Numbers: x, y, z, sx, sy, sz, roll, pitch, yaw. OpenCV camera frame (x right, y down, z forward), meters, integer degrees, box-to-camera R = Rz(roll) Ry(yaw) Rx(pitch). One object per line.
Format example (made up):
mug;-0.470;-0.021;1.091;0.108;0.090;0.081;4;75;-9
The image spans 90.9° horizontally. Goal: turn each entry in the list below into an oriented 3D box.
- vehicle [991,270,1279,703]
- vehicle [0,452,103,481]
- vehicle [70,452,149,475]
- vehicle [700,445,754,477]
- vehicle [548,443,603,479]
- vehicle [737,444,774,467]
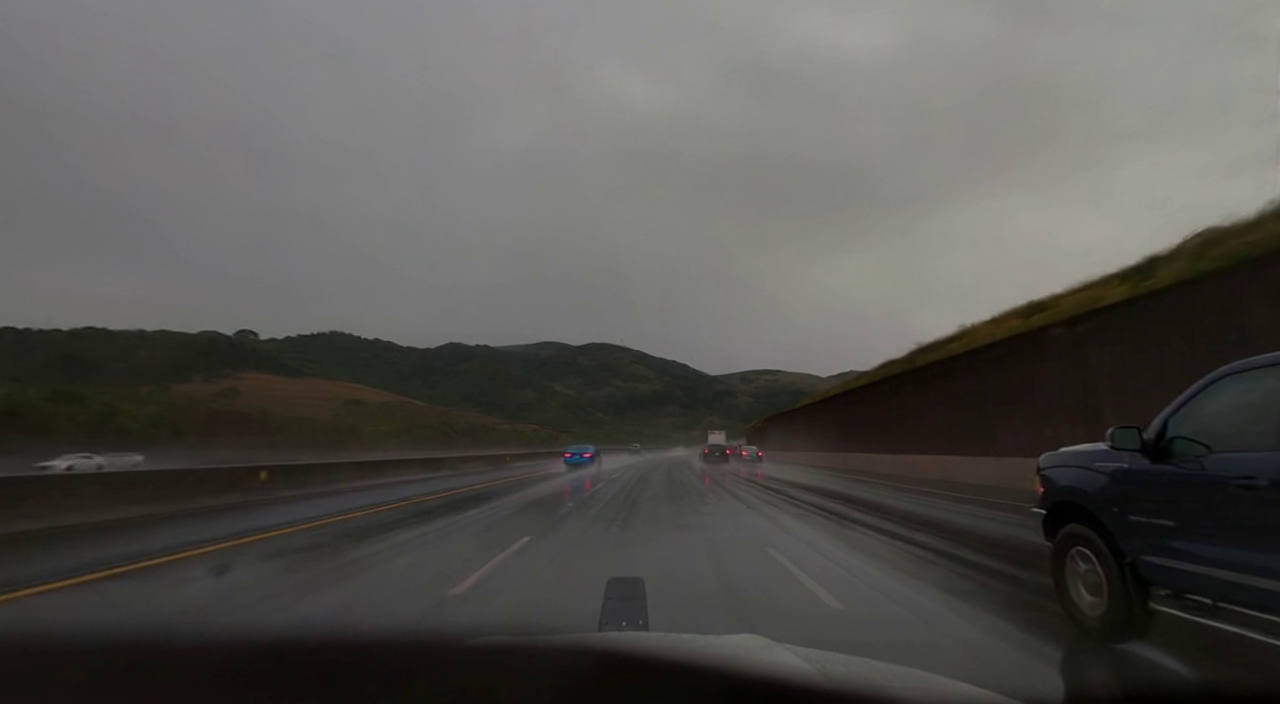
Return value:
vehicle;3.439;0.557;1.645;2.098;1.925;5.171;0;-8;1
vehicle;-33.858;6.546;36.297;1.775;1.484;4.600;0;-8;1
vehicle;-38.007;7.974;45.313;1.704;1.460;4.468;0;-8;1
vehicle;4.251;5.394;31.479;2.046;1.471;4.333;0;-8;0
vehicle;-3.152;5.443;31.745;2.113;1.636;4.494;-1;-8;2
vehicle;8.665;7.775;47.731;1.986;1.633;4.430;0;-8;0
